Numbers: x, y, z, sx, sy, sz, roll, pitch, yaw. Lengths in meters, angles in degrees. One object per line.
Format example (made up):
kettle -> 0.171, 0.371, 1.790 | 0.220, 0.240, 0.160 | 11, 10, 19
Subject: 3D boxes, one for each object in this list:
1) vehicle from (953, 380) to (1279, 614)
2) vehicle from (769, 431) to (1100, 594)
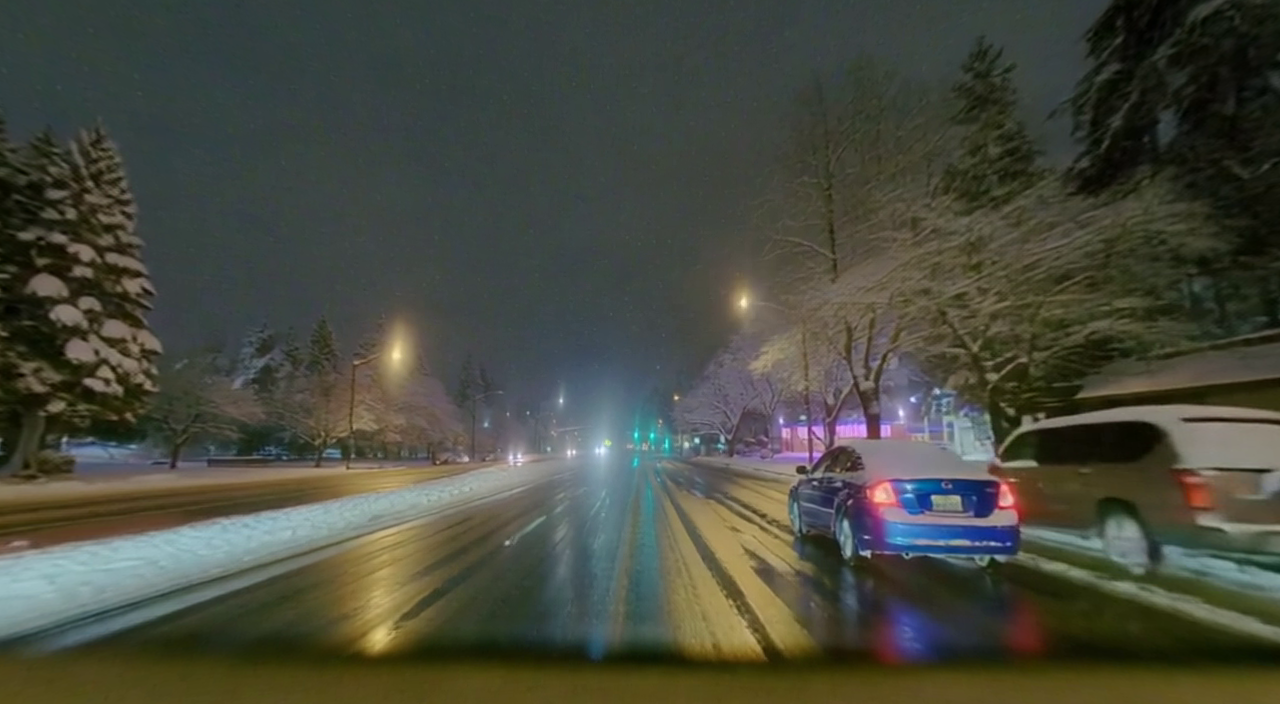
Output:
vehicle -> 6.799, 1.691, 8.432 | 2.311, 2.085, 5.422 | 0, -8, -1
vehicle -> 3.193, 1.821, 8.150 | 2.004, 1.470, 4.544 | 0, -8, -1
